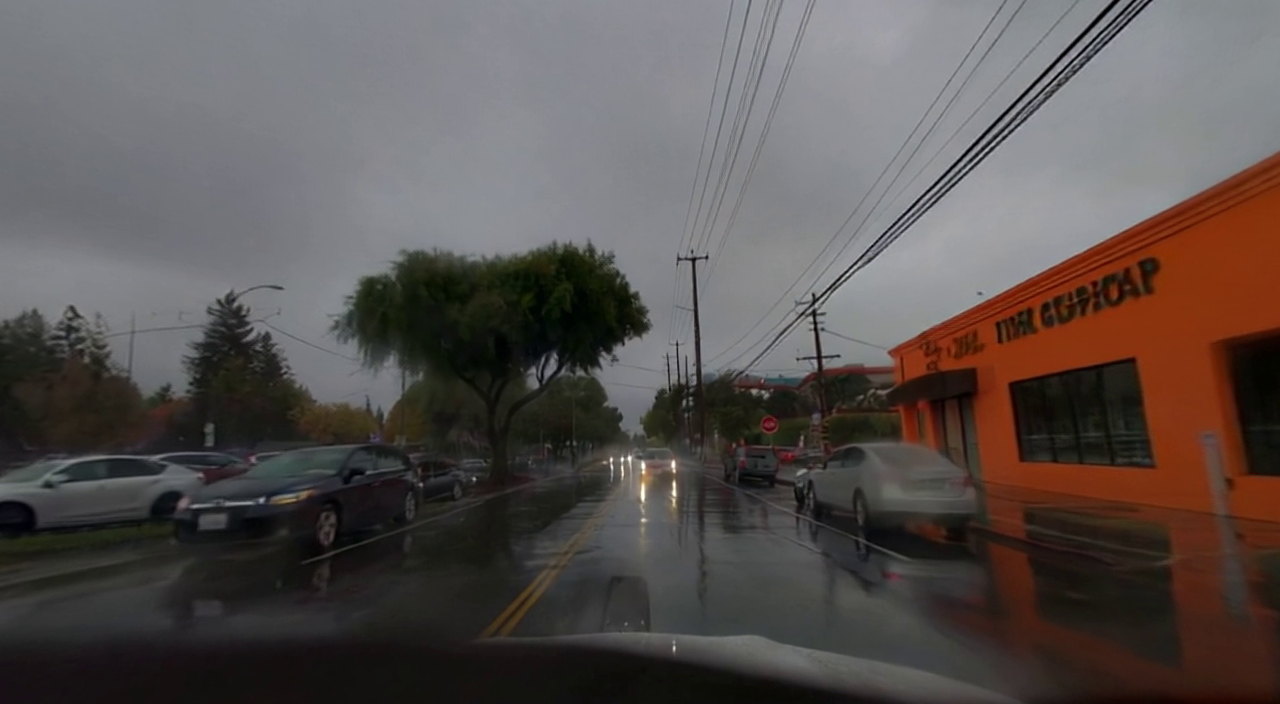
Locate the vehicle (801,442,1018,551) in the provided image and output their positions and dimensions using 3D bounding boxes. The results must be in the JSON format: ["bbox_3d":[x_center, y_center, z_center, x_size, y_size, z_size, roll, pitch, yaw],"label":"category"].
[{"bbox_3d":[4.227,2.284,10.820,1.840,1.452,4.517,0,-8,2],"label":"vehicle"}]

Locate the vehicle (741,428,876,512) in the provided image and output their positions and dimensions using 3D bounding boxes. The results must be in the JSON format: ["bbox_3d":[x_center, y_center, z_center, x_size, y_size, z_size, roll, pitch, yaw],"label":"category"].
[{"bbox_3d":[4.187,2.985,16.620,2.178,1.856,4.756,1,-8,-1],"label":"vehicle"}]

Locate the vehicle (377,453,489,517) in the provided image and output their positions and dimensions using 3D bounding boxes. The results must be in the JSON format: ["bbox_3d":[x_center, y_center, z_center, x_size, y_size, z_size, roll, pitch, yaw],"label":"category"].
[{"bbox_3d":[-5.555,3.581,17.424,1.820,1.482,3.737,0,-8,0],"label":"vehicle"}]

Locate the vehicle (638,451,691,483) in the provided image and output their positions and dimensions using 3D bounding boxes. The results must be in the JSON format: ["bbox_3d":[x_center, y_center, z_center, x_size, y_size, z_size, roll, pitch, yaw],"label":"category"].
[{"bbox_3d":[1.374,6.080,33.662,2.033,1.464,4.645,-2,-8,12],"label":"vehicle"}]

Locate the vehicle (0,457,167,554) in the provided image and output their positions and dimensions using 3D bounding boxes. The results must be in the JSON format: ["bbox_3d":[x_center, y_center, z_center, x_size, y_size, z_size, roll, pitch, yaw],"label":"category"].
[{"bbox_3d":[-11.730,2.651,11.177,4.968,1.493,1.961,0,-8,-3],"label":"vehicle"}]

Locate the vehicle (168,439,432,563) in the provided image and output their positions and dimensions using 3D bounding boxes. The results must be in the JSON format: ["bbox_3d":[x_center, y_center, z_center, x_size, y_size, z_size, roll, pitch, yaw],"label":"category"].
[{"bbox_3d":[-5.795,2.540,11.772,2.146,1.775,5.117,0,-8,-1],"label":"vehicle"}]
